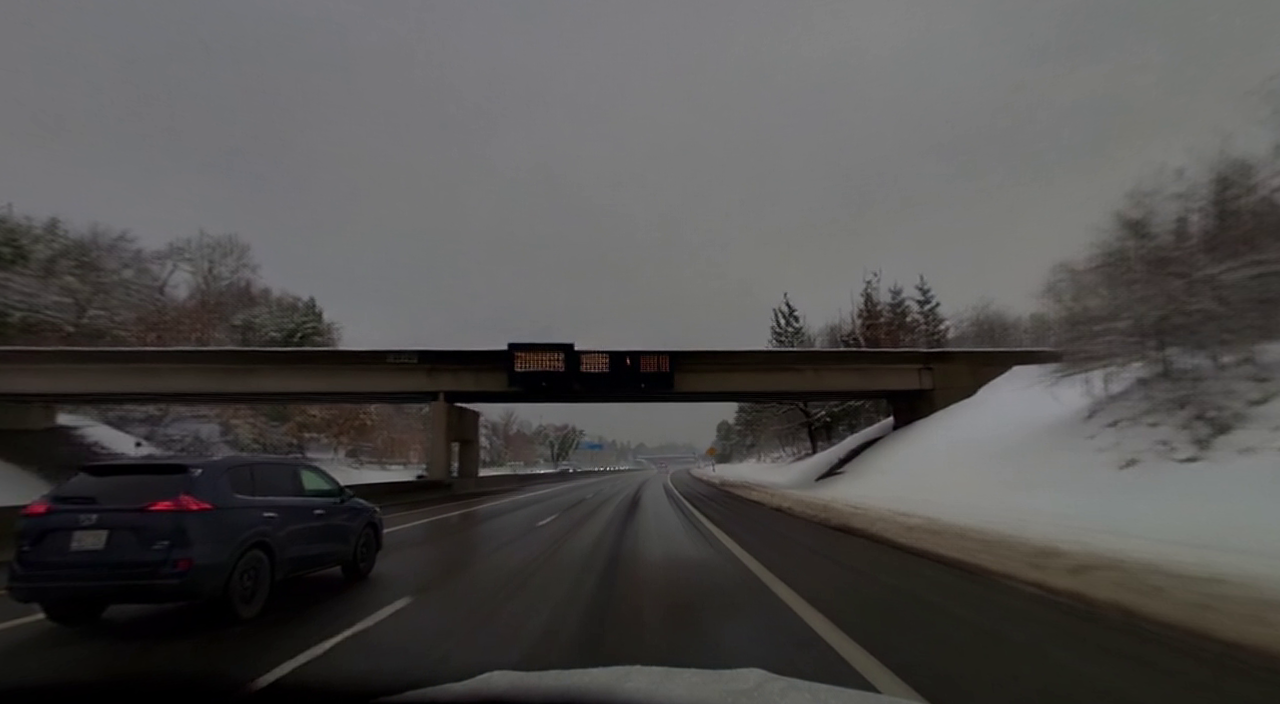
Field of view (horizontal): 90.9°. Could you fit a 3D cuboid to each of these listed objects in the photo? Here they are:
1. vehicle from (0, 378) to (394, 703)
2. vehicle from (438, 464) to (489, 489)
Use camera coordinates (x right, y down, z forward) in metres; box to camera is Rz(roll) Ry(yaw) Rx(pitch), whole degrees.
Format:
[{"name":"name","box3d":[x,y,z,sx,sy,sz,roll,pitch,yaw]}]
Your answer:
[{"name":"vehicle","box3d":[-4.142,1.376,5.373,2.141,1.697,4.641,1,-11,0]},{"name":"vehicle","box3d":[-11.333,8.057,40.785,1.874,1.455,4.446,1,-11,1]}]
